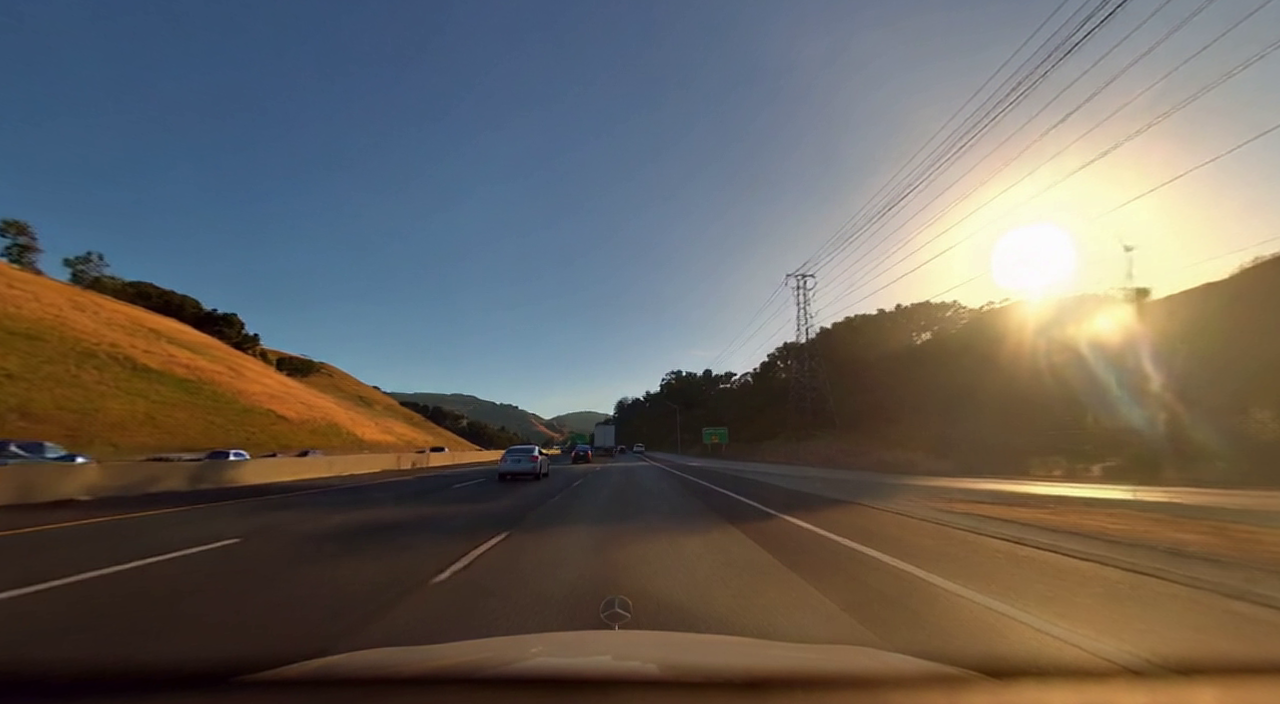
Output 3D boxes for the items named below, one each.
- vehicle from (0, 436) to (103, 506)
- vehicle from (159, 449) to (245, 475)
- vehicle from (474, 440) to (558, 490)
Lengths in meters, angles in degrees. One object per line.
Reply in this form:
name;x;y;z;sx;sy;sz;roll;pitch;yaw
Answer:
vehicle;-14.823;2.550;13.492;2.015;1.505;5.310;0;-9;0
vehicle;-26.089;6.533;37.810;1.841;1.449;4.570;0;-9;0
vehicle;-4.166;3.856;21.979;1.963;1.533;4.477;0;-9;0
